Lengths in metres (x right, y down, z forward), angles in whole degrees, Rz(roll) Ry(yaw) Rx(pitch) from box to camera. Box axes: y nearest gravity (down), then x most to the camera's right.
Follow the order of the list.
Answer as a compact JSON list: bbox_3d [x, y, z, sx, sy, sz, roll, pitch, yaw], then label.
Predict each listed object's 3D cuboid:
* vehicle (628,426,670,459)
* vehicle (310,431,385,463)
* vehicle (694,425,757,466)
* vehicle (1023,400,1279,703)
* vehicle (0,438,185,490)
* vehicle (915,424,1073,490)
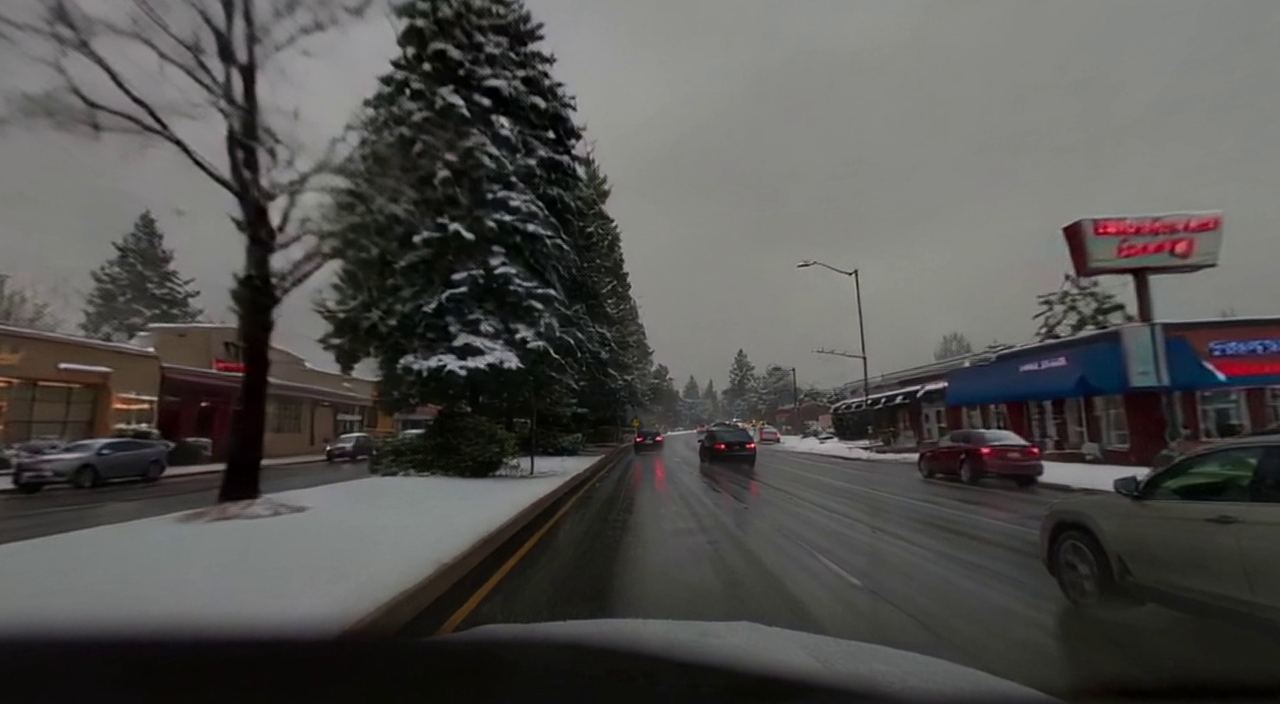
[{"bbox_3d":[0.424,4.850,33.607,2.098,1.682,3.778,0,-8,-1],"label":"vehicle"},{"bbox_3d":[-18.994,6.166,41.066,2.488,1.752,4.991,-2,-6,1],"label":"vehicle"},{"bbox_3d":[3.708,4.137,27.897,2.115,1.692,4.189,0,-8,-1],"label":"vehicle"},{"bbox_3d":[3.914,0.904,2.490,1.908,1.463,4.506,0,-8,-1],"label":"vehicle"},{"bbox_3d":[-18.821,3.759,21.660,2.034,1.532,5.548,0,-8,1],"label":"vehicle"},{"bbox_3d":[10.387,3.121,18.924,2.123,1.726,4.520,0,-8,0],"label":"vehicle"}]
